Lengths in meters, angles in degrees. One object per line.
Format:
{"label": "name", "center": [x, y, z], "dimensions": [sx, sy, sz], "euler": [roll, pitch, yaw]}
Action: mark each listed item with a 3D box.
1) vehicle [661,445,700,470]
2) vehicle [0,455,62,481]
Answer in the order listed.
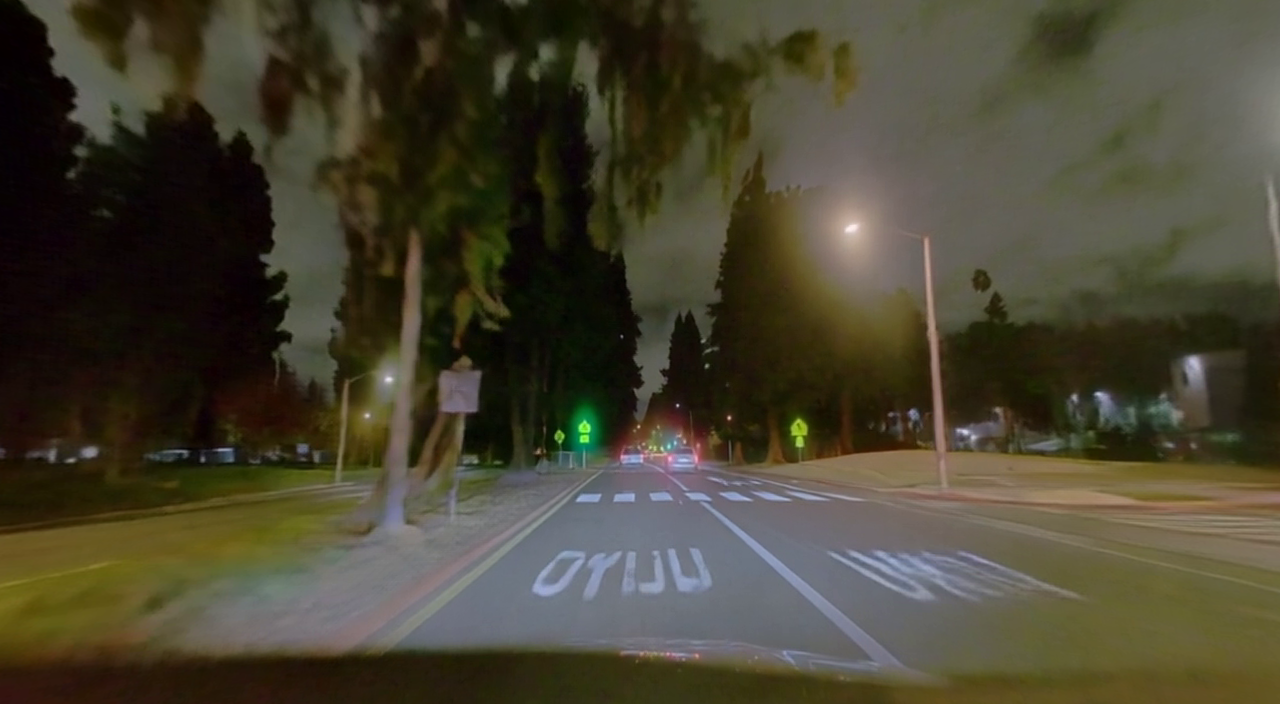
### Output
{"label": "vehicle", "center": [2.629, 6.934, 41.767], "dimensions": [2.142, 1.501, 4.273], "euler": [0, -9, -2]}
{"label": "vehicle", "center": [-42.197, 7.730, 42.230], "dimensions": [5.040, 1.660, 1.996], "euler": [0, -9, -1]}
